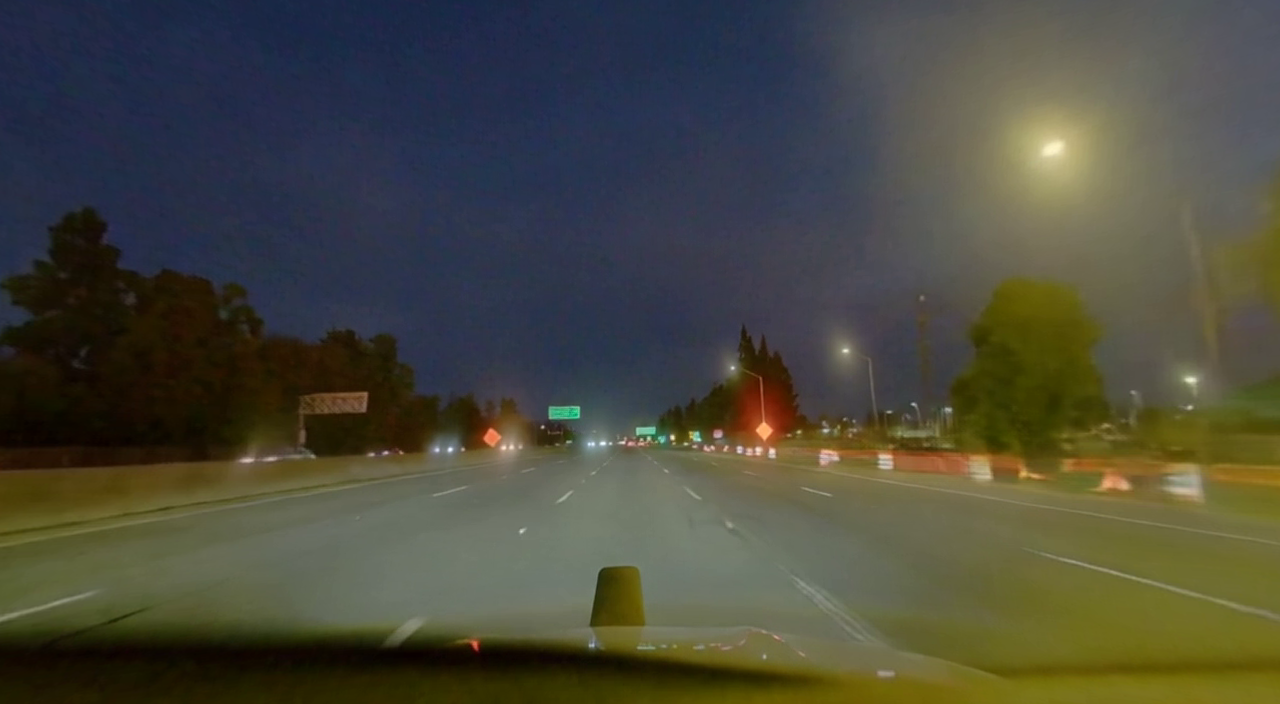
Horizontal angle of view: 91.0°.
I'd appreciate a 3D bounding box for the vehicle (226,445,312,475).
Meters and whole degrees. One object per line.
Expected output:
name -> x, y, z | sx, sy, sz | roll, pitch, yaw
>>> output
vehicle -> -20.428, 5.932, 34.945 | 1.998, 1.543, 4.777 | 1, -9, -3
